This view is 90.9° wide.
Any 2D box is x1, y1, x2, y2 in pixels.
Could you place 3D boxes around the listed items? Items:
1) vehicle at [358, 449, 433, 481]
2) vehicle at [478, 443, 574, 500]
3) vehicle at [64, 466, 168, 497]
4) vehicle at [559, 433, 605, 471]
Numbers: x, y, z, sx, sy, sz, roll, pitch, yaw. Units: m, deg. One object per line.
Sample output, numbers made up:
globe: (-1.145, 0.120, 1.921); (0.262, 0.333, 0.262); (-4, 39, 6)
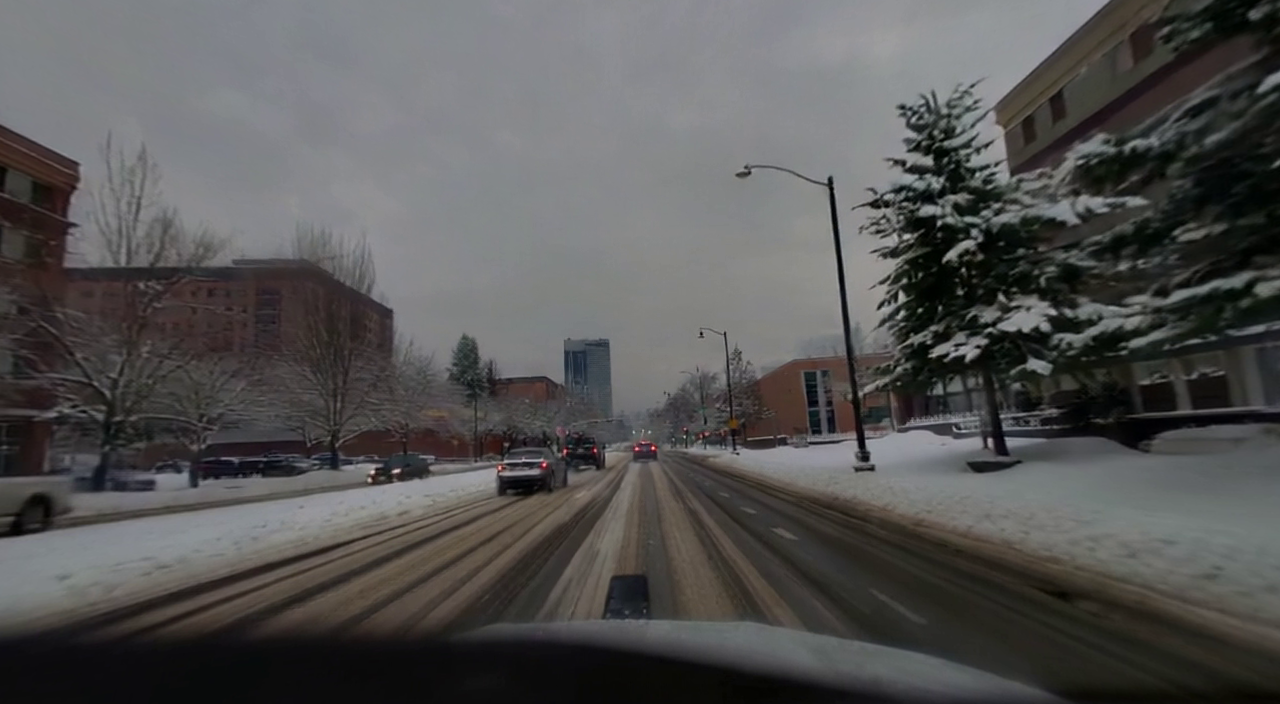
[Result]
vehicle: (-13.264, 6.129, 34.517); (2.036, 1.649, 4.664); (0, -9, 3)
vehicle: (-3.096, 3.349, 18.034); (1.959, 1.406, 4.272); (0, -9, 0)
vehicle: (-28.009, 6.920, 33.782); (3.891, 1.483, 1.884); (-1, -9, 0)
vehicle: (-3.246, 5.730, 36.134); (2.152, 1.987, 4.527); (0, -9, 1)
